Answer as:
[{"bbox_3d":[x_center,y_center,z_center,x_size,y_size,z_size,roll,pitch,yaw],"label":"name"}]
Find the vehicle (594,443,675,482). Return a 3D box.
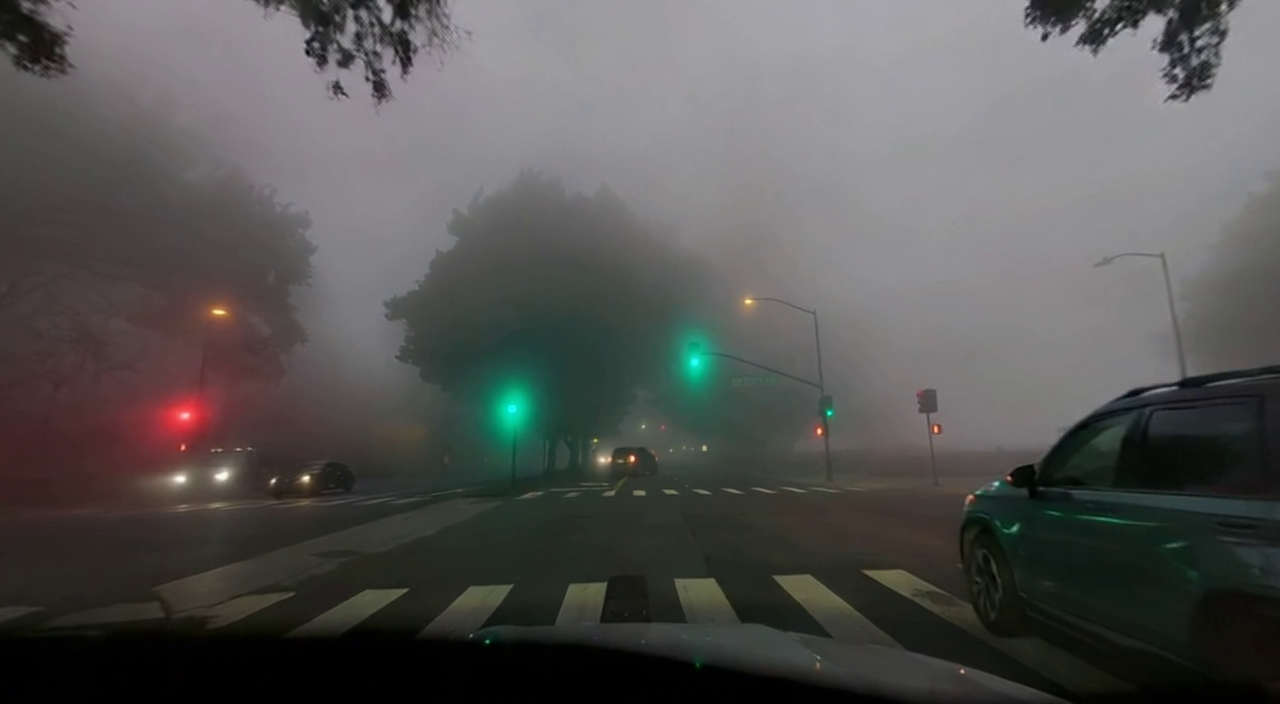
[{"bbox_3d":[-0.150,5.160,29.752,2.153,1.658,4.569,-4,-9,23],"label":"vehicle"}]

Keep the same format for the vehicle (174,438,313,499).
[{"bbox_3d":[-18.696,5.488,30.233,2.557,2.580,5.856,-1,-8,4],"label":"vehicle"}]

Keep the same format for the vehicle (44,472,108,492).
[{"bbox_3d":[-44.579,10.304,49.867,3.497,1.415,1.569,-1,-8,-1],"label":"vehicle"}]

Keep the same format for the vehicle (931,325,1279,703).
[{"bbox_3d":[3.623,0.900,3.187,2.301,1.767,4.289,0,-8,1],"label":"vehicle"}]

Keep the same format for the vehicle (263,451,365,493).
[{"bbox_3d":[-14.930,5.496,29.263,2.169,1.753,4.640,0,-8,1],"label":"vehicle"}]
